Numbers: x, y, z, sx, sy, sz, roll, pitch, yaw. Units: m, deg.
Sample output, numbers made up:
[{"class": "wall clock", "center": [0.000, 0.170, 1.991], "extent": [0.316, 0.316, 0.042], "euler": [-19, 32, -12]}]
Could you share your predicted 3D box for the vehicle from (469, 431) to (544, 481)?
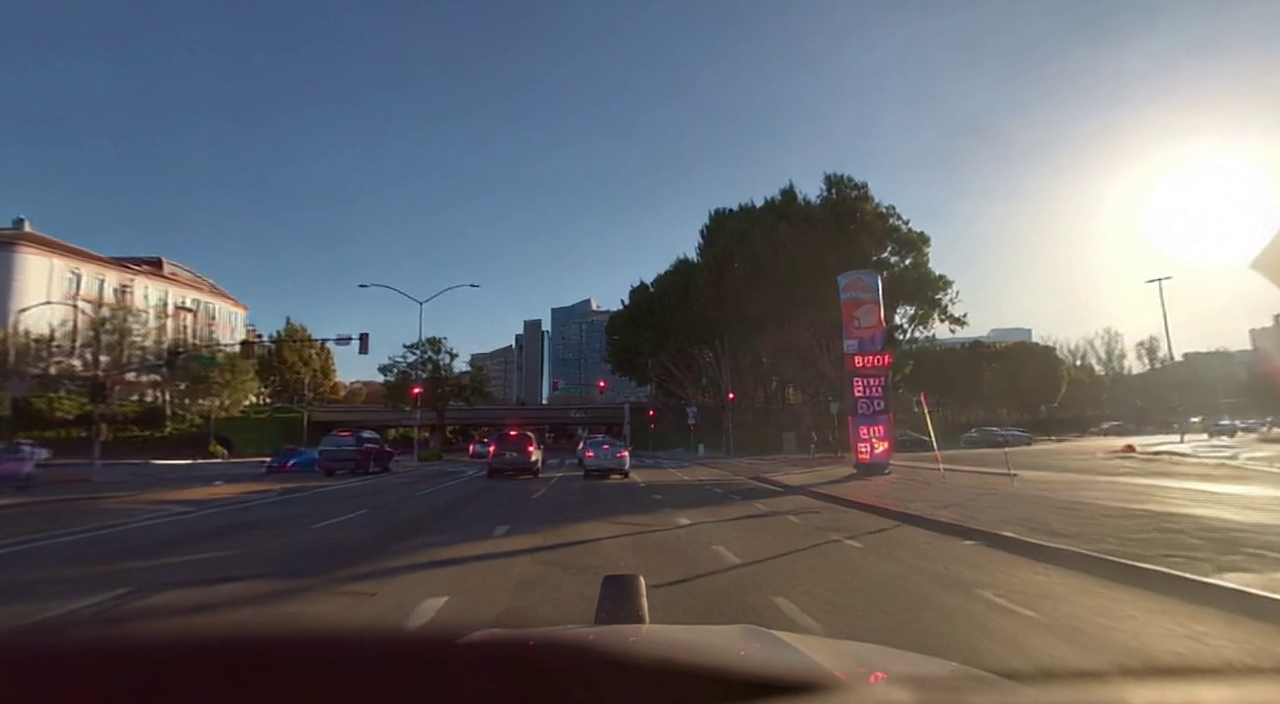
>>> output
[{"class": "vehicle", "center": [-4.747, 3.766, 23.141], "extent": [2.057, 1.610, 4.891], "euler": [0, -8, -5]}]

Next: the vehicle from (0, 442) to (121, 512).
[{"class": "vehicle", "center": [-15.575, 3.021, 15.627], "extent": [1.968, 1.557, 4.650], "euler": [1, -8, -7]}]

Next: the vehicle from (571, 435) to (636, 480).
[{"class": "vehicle", "center": [-1.373, 3.874, 23.544], "extent": [2.176, 1.489, 4.518], "euler": [0, -8, -4]}]

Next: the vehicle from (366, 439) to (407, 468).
[{"class": "vehicle", "center": [-19.784, 8.021, 49.488], "extent": [1.863, 1.722, 4.328], "euler": [-9, -11, -10]}]

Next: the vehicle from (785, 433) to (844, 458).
[{"class": "vehicle", "center": [12.152, 6.478, 43.950], "extent": [4.166, 1.622, 1.908], "euler": [7, -11, -41]}]

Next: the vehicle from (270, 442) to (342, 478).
[{"class": "vehicle", "center": [-18.110, 5.838, 34.450], "extent": [1.985, 1.537, 4.013], "euler": [-4, -5, -5]}]
